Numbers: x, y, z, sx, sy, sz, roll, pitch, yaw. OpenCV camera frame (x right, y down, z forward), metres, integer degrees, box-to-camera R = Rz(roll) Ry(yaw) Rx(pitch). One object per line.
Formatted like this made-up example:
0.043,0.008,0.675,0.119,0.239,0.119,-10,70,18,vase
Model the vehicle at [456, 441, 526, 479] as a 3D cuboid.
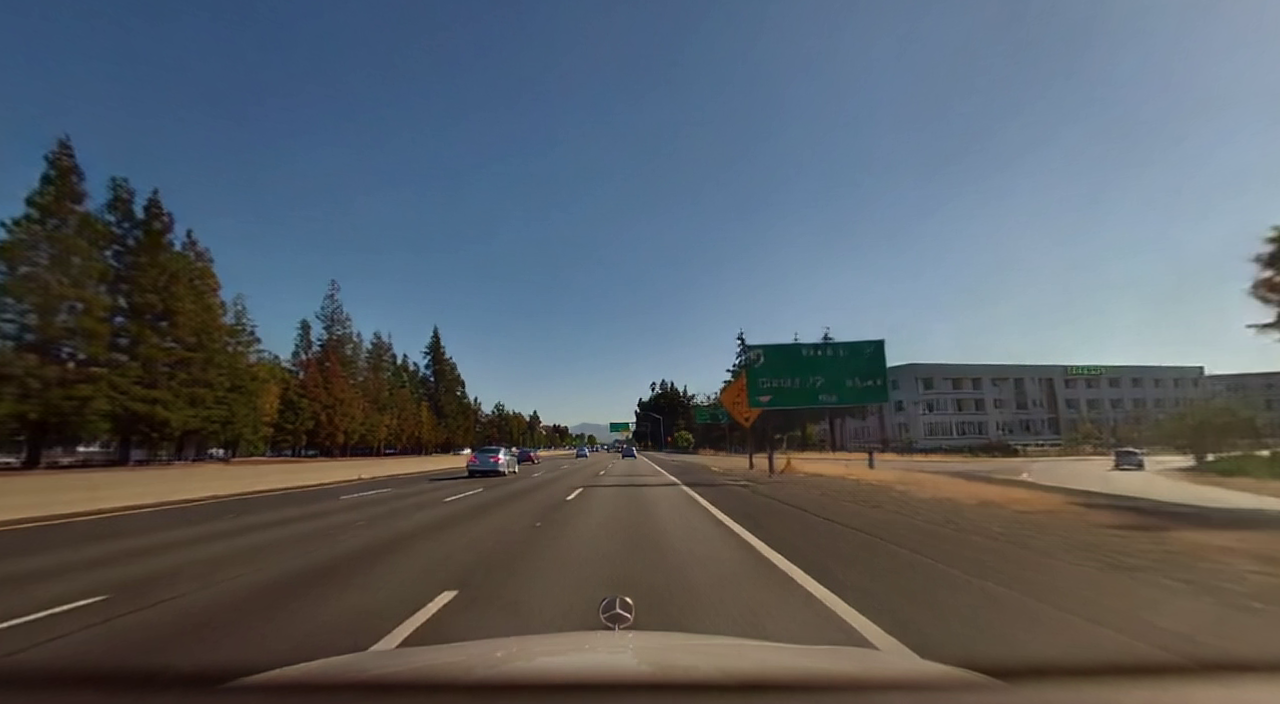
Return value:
-6.797,4.960,29.320,2.016,1.606,4.806,0,-9,1,vehicle
